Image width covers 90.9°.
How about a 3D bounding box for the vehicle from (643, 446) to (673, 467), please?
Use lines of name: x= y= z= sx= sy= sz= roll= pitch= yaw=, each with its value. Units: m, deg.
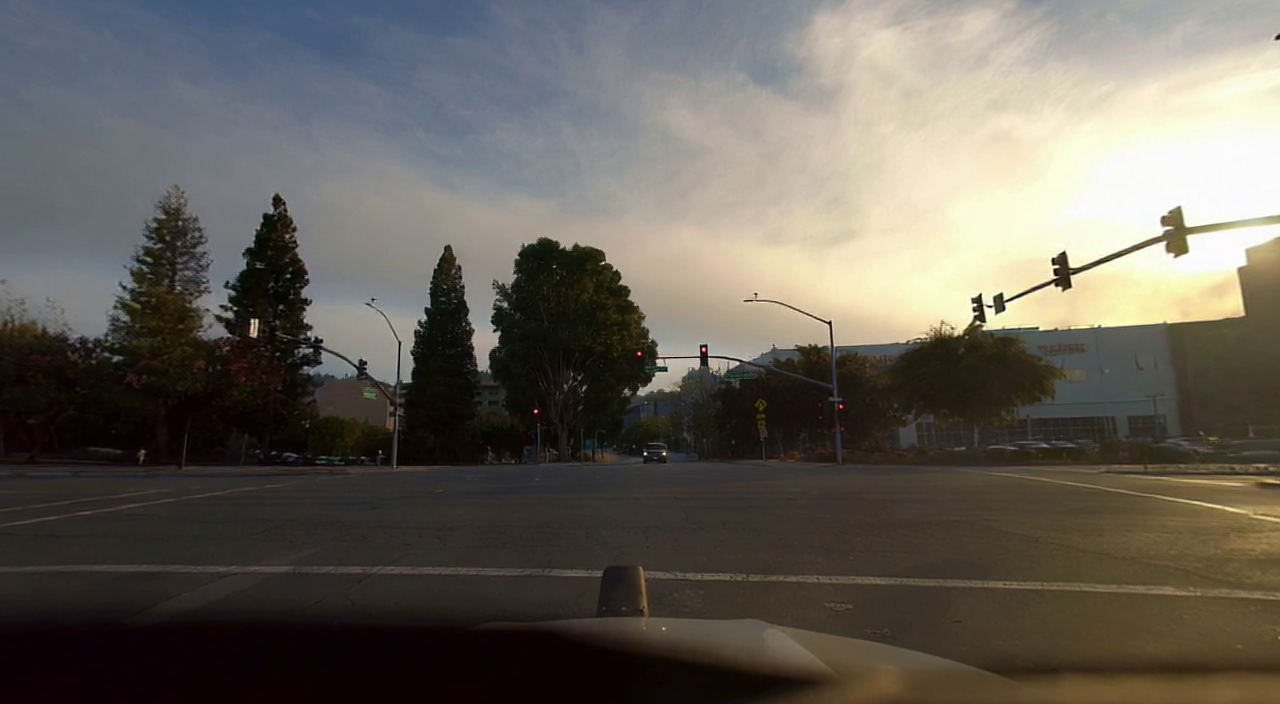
vehicle: x=1.286 y=7.641 z=46.445 sx=2.132 sy=1.449 sz=4.235 roll=0 pitch=-9 yaw=0
